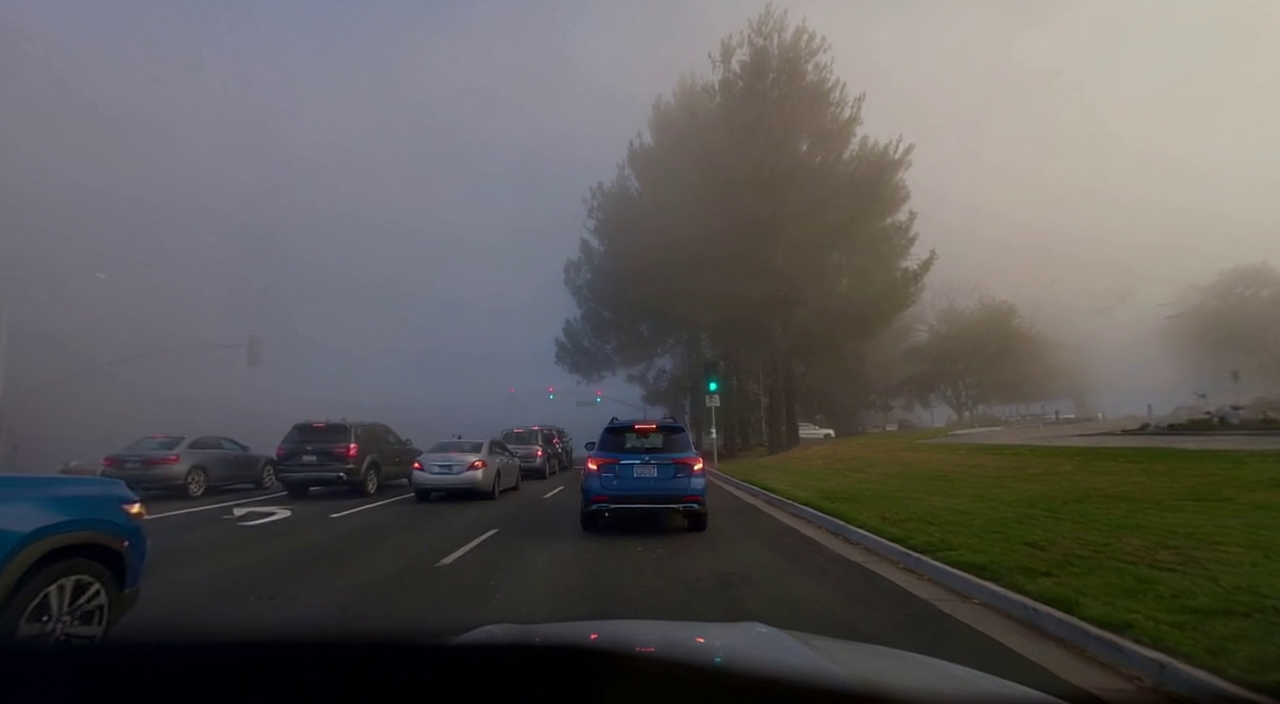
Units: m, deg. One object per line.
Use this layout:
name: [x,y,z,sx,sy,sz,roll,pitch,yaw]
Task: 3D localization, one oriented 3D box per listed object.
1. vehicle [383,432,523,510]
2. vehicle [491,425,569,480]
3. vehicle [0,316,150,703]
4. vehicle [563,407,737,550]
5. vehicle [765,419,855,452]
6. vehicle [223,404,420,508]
vehicle: [-4.077,2.675,14.620,1.942,1.523,4.212,0,-9,0]
vehicle: [-3.909,3.684,23.322,2.043,1.813,4.549,0,-9,0]
vehicle: [-4.060,0.552,1.264,2.088,1.947,5.119,0,-9,-1]
vehicle: [0.101,1.828,9.709,2.055,1.681,4.270,0,-9,-1]
vehicle: [10.709,5.326,40.075,5.152,2.001,2.060,-1,-9,4]
vehicle: [-7.388,2.501,15.513,2.195,2.093,5.185,0,-9,-1]
